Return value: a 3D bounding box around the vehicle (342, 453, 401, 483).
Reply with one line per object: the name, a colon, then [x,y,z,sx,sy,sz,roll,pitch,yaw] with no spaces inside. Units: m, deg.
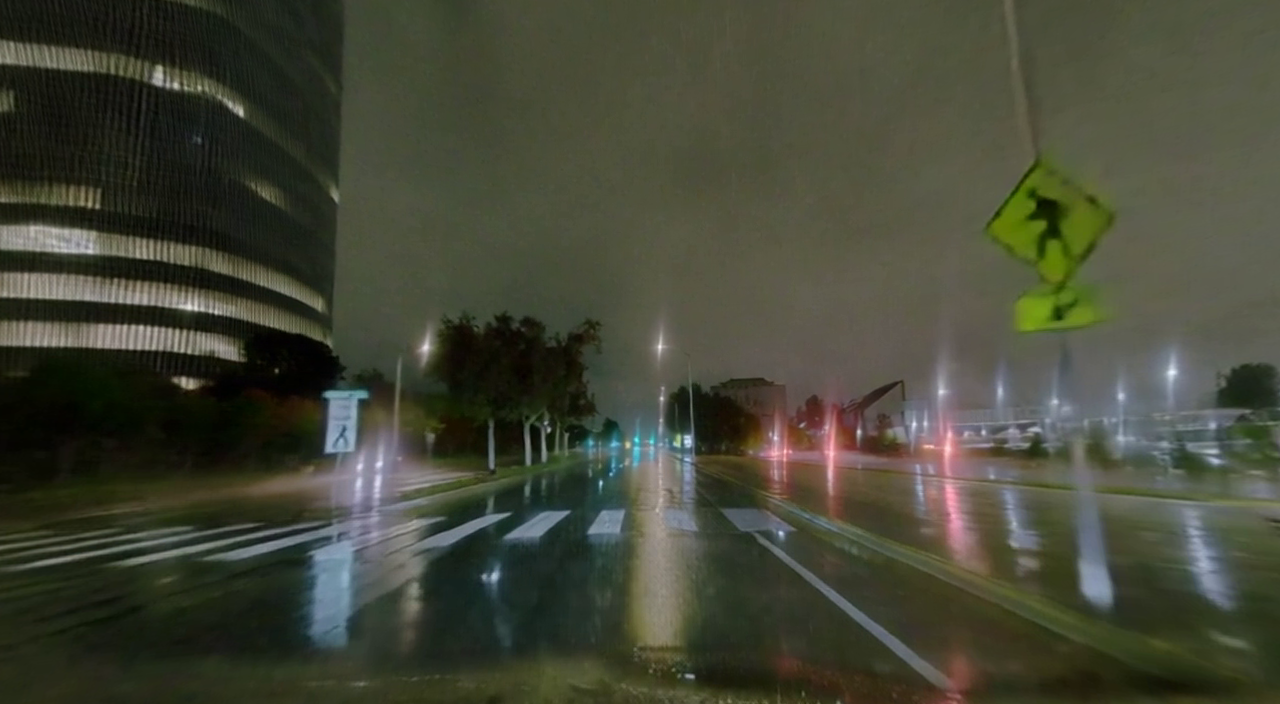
vehicle: [-16.690,7.203,39.381,1.807,1.570,4.557,-4,-9,-1]
